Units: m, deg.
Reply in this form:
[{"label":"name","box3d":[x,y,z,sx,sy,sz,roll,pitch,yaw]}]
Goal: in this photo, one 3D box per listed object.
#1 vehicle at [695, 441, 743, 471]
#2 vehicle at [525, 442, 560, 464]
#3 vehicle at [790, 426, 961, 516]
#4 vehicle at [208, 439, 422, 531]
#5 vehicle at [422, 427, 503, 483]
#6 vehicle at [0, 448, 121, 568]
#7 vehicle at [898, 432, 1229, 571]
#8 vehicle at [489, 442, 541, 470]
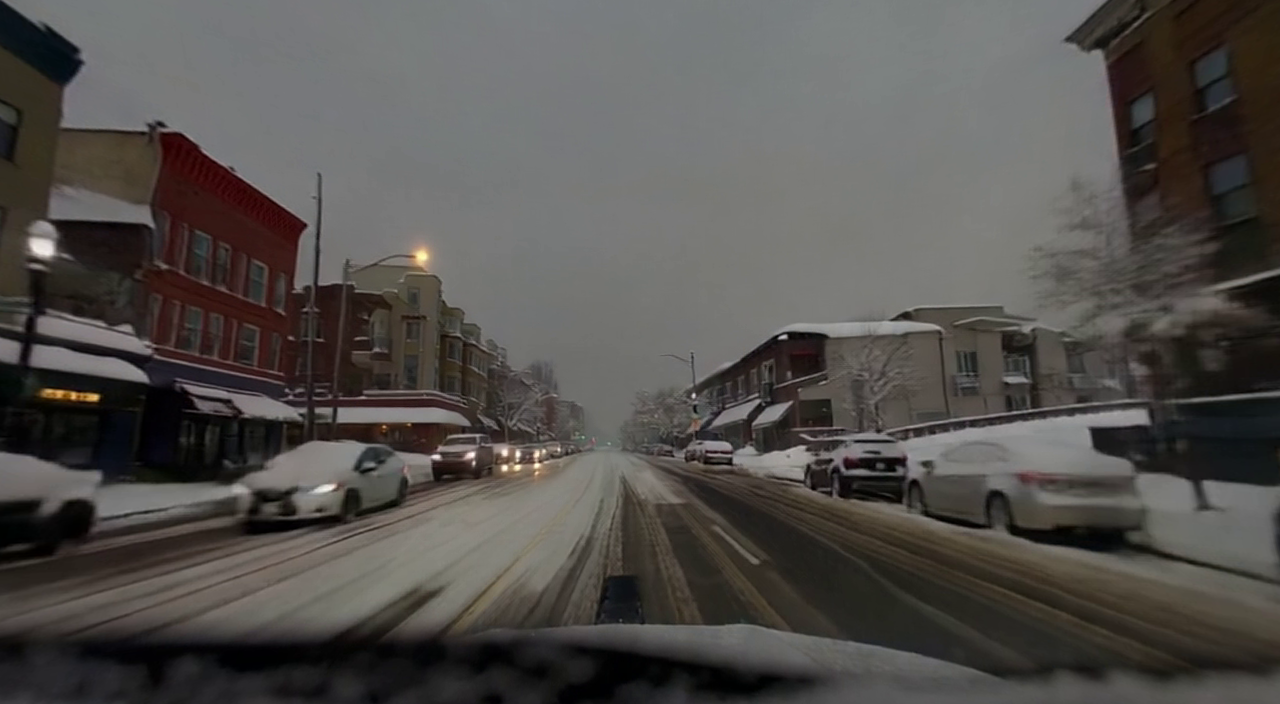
[{"label":"vehicle","box3d":[4.419,5.899,36.025,1.957,1.572,4.418,0,-9,-2]},{"label":"vehicle","box3d":[-6.990,7.289,45.570,1.949,1.533,3.864,0,-9,0]},{"label":"vehicle","box3d":[5.375,2.819,15.409,2.059,1.804,5.182,0,-9,-1]},{"label":"vehicle","box3d":[-6.083,2.520,12.552,2.095,1.493,4.216,0,-9,-2]},{"label":"vehicle","box3d":[-6.648,3.928,24.222,1.937,1.944,4.640,0,-9,-3]},{"label":"vehicle","box3d":[-9.210,1.943,7.716,2.012,1.514,4.450,0,-9,-2]},{"label":"vehicle","box3d":[5.702,2.037,9.339,1.915,1.569,4.117,0,-9,-2]},{"label":"vehicle","box3d":[-6.928,5.826,35.426,2.052,1.481,4.248,0,-9,0]}]
